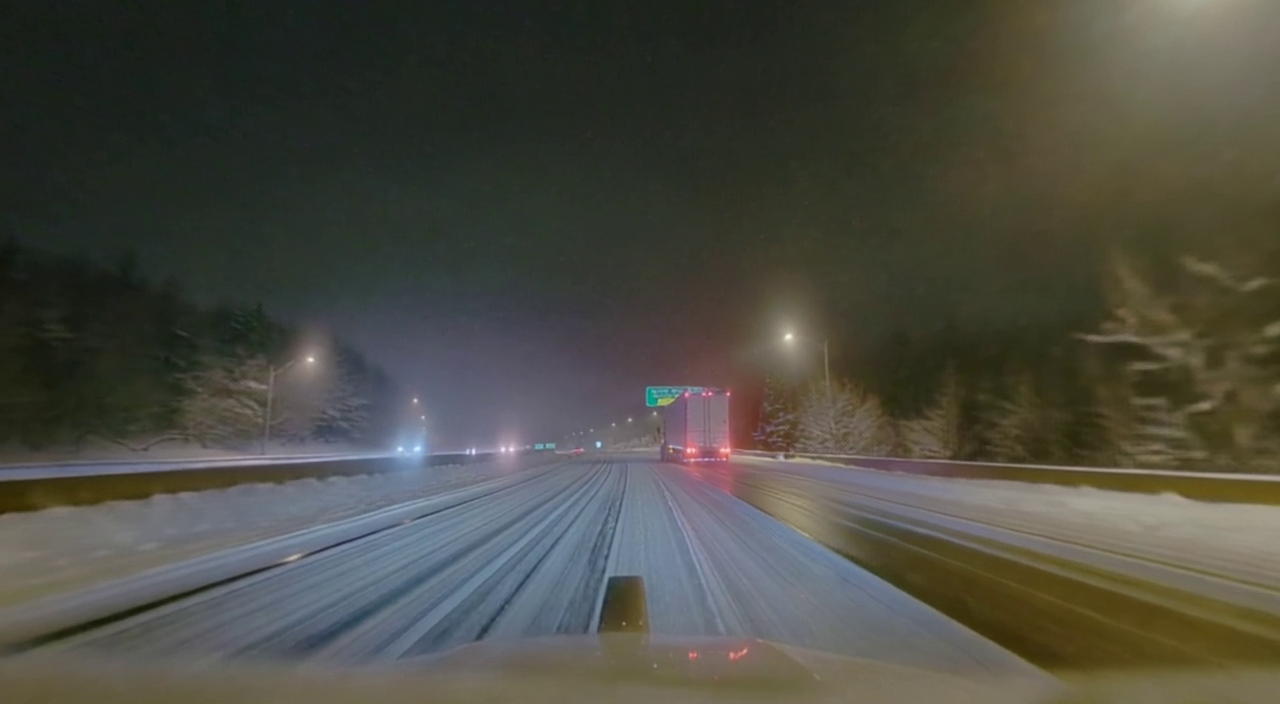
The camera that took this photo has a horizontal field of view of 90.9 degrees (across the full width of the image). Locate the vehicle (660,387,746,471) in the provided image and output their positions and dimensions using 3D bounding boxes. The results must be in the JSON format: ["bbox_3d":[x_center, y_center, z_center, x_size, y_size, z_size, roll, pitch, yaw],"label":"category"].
[{"bbox_3d":[3.437,5.160,40.701,2.932,4.205,18.253,0,-8,-2],"label":"vehicle"}]
